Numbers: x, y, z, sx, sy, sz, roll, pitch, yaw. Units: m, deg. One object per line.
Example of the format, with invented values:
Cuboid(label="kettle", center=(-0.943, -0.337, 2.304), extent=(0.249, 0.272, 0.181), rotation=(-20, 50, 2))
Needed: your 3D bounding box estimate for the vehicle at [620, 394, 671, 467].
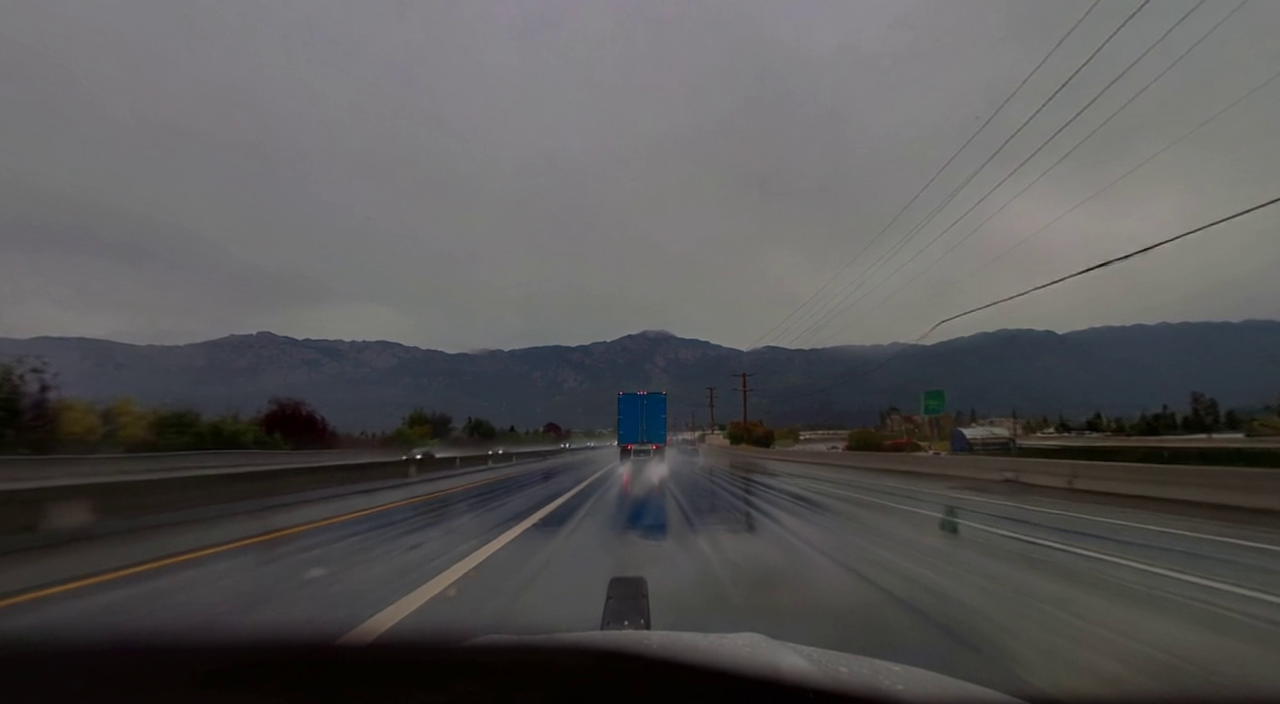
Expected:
Cuboid(label="vehicle", center=(0.249, 5.333, 41.769), extent=(2.919, 4.101, 11.541), rotation=(0, -9, -1))
